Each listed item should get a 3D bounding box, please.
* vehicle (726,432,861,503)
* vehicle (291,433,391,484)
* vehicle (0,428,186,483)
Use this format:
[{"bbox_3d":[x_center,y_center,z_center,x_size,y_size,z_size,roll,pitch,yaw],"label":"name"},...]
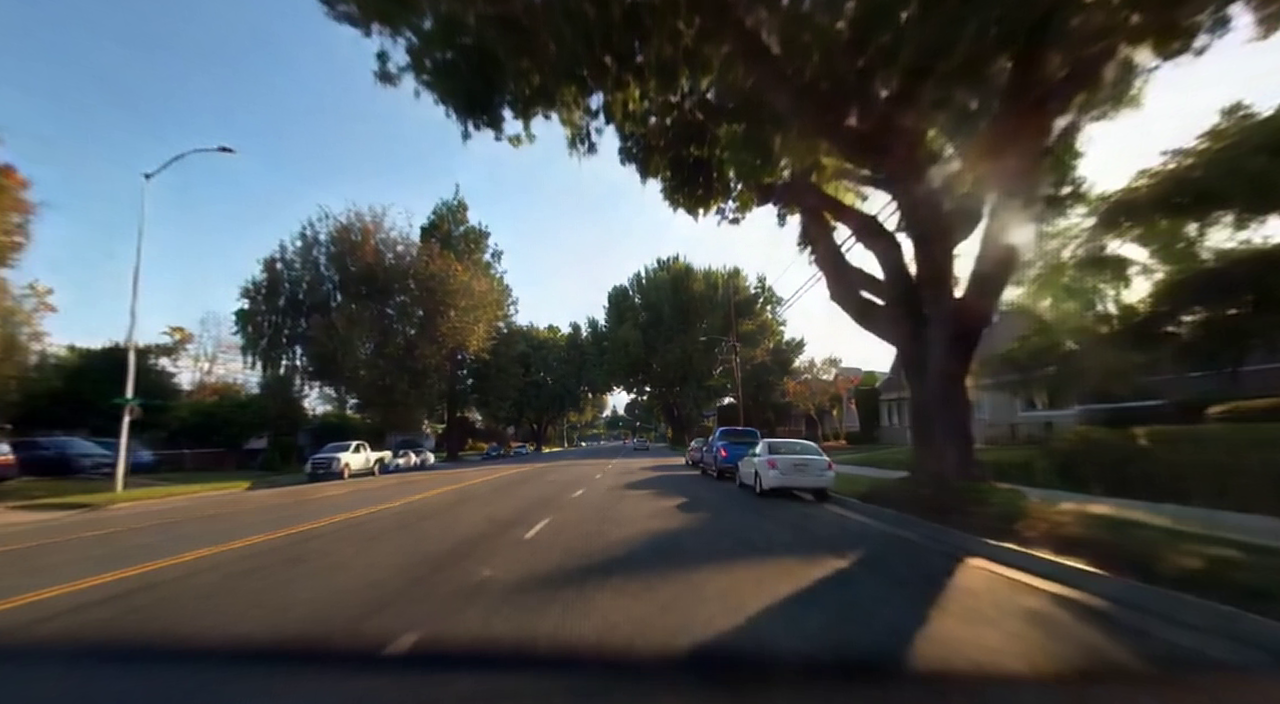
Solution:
[{"bbox_3d":[3.564,2.794,15.798,1.911,1.471,5.151,0,-8,-2],"label":"vehicle"},{"bbox_3d":[-13.867,4.952,29.781,2.155,1.991,5.722,-3,-8,-2],"label":"vehicle"},{"bbox_3d":[-21.940,4.086,25.027,6.230,1.991,2.456,-1,-8,7],"label":"vehicle"}]
